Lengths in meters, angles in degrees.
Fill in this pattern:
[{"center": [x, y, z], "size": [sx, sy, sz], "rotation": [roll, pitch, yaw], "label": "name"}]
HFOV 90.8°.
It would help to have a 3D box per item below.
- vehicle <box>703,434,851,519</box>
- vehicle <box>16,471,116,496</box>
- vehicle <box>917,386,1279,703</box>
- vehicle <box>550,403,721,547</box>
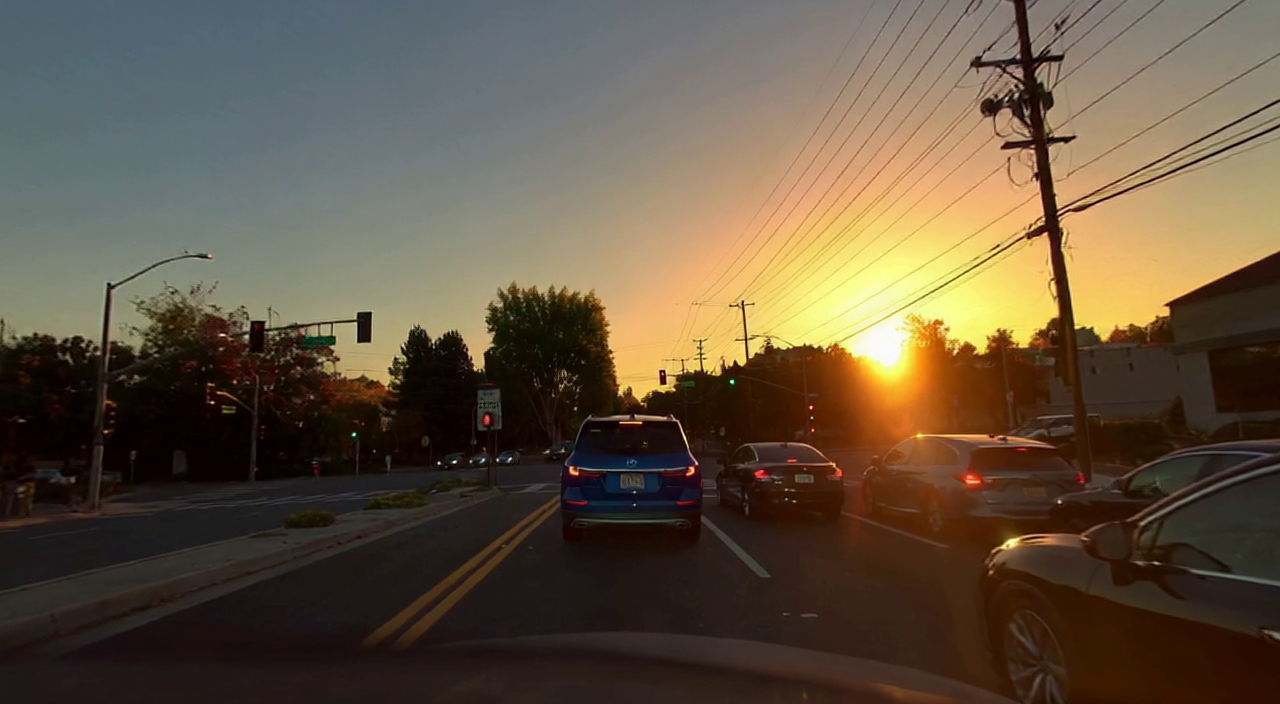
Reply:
[{"center": [2.654, 2.535, 13.439], "size": [2.025, 1.477, 4.333], "rotation": [0, -9, -2], "label": "vehicle"}, {"center": [-38.352, 8.783, 42.318], "size": [4.569, 1.505, 1.992], "rotation": [0, -9, -5], "label": "vehicle"}, {"center": [2.730, 0.824, 1.686], "size": [2.004, 1.460, 4.297], "rotation": [0, -9, 0], "label": "vehicle"}, {"center": [-0.129, 1.971, 10.770], "size": [2.236, 1.856, 4.816], "rotation": [0, -9, -2], "label": "vehicle"}]
